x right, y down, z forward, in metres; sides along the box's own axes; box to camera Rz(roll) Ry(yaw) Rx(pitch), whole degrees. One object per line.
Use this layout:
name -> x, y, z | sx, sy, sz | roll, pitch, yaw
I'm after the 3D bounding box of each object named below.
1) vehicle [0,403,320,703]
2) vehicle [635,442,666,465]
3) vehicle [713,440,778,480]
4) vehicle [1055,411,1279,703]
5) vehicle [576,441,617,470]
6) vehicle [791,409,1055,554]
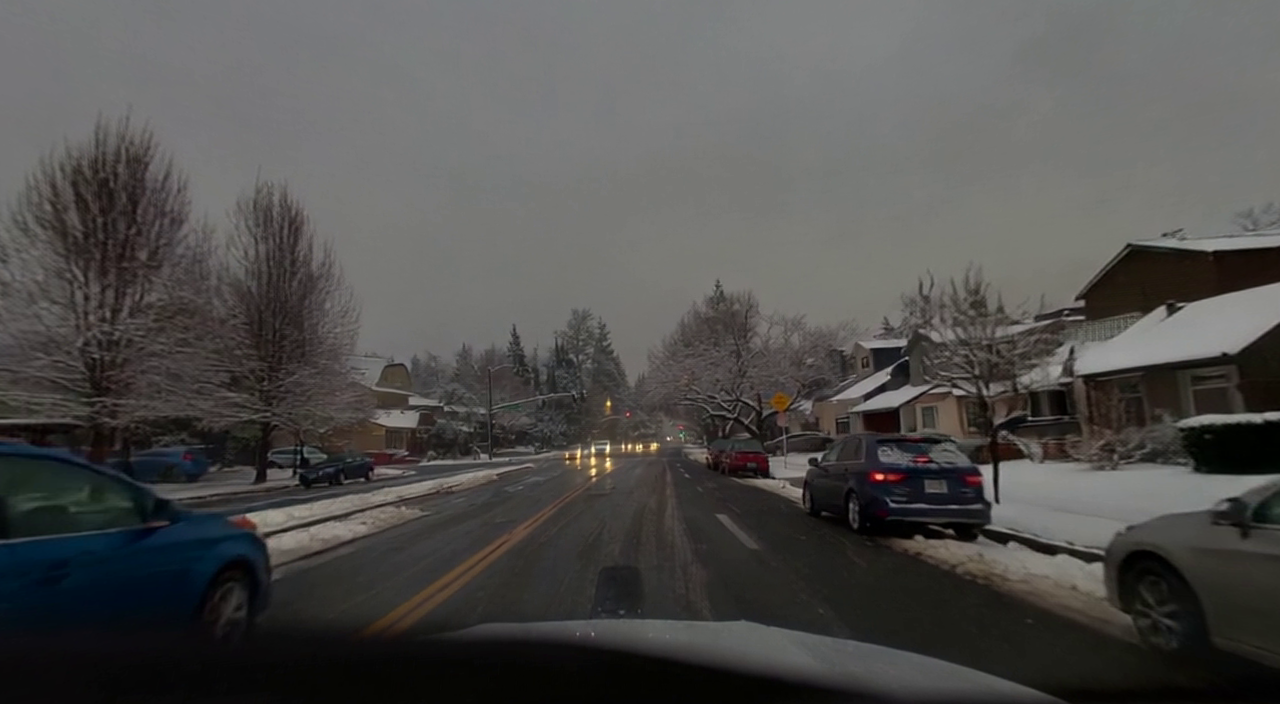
vehicle -> -3.485, 0.978, 2.524 | 2.069, 1.510, 4.325 | 0, -9, 1
vehicle -> 0.703, 7.043, 44.050 | 2.081, 1.475, 4.361 | 0, -9, 0
vehicle -> 4.274, 4.436, 26.241 | 1.964, 1.485, 4.454 | 0, -9, 1
vehicle -> 3.949, 0.895, 2.135 | 1.956, 1.468, 4.524 | 0, -9, -1
vehicle -> -2.418, 5.871, 35.965 | 1.986, 1.508, 4.261 | 0, -9, 0
vehicle -> 4.064, 1.943, 10.155 | 2.069, 1.780, 4.480 | 0, -9, -1
